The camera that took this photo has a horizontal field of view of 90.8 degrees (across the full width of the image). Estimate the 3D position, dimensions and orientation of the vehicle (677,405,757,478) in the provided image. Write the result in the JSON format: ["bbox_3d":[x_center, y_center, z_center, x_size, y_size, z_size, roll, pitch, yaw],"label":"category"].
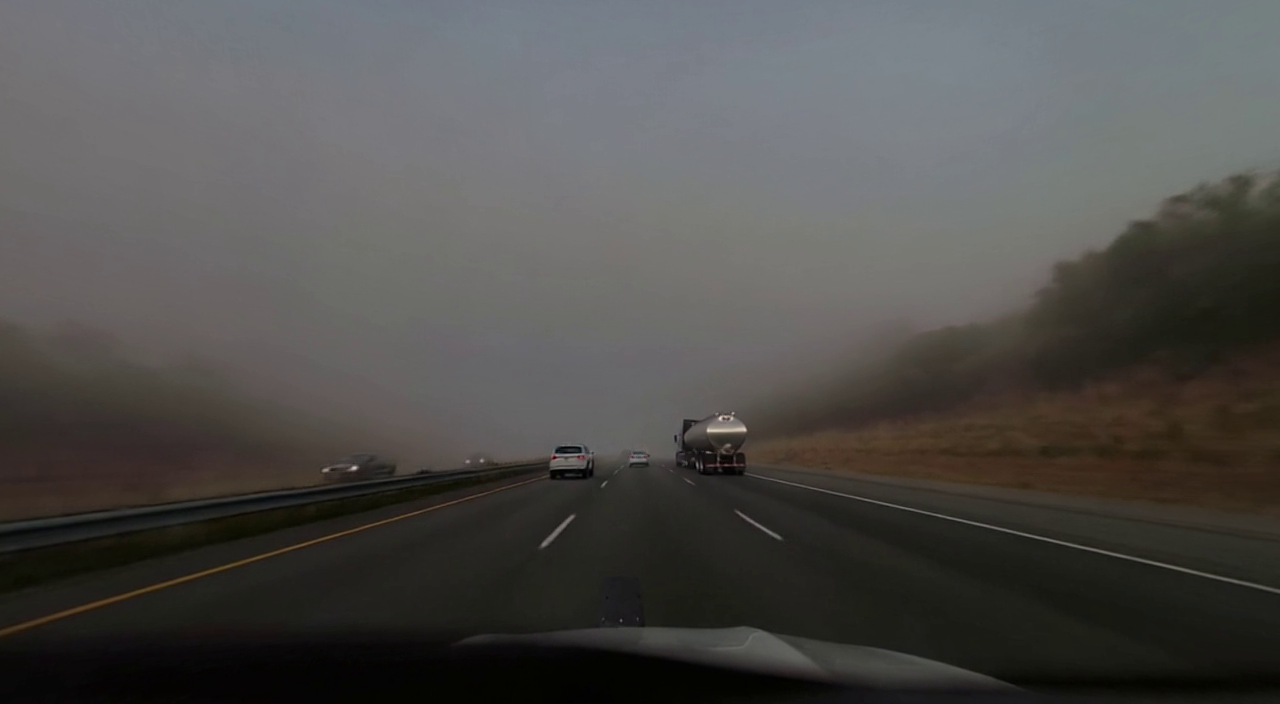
[{"bbox_3d":[4.237,5.507,38.445,2.889,3.606,13.832,0,-9,-1],"label":"vehicle"}]

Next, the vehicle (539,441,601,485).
[{"bbox_3d":[-3.058,4.966,28.590,2.258,1.805,4.665,-1,-9,1],"label":"vehicle"}]
